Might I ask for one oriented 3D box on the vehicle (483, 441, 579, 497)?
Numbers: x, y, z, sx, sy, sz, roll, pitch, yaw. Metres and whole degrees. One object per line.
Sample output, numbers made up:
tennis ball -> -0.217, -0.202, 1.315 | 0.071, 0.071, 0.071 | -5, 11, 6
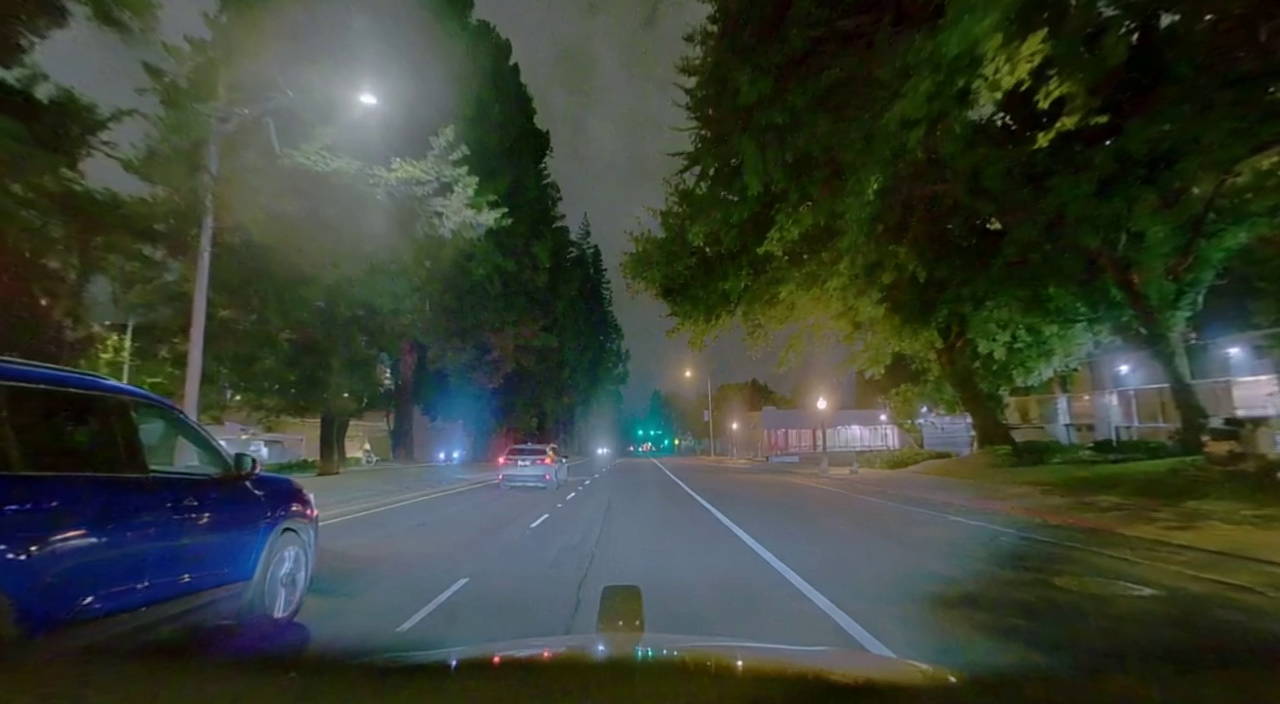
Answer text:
vehicle -> -3.113, 3.453, 19.159 | 2.069, 1.470, 4.601 | 0, -9, 0

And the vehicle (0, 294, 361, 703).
vehicle -> -3.331, 0.823, 3.005 | 2.042, 1.817, 4.364 | 0, -9, -1
